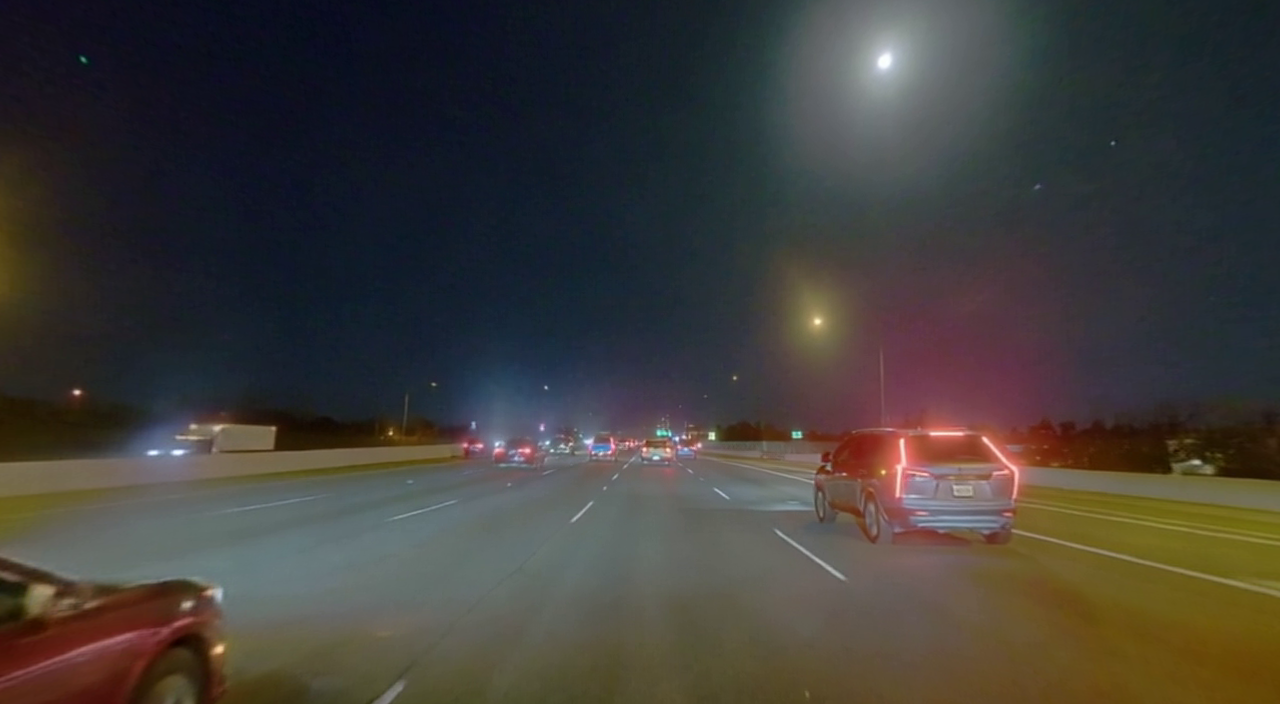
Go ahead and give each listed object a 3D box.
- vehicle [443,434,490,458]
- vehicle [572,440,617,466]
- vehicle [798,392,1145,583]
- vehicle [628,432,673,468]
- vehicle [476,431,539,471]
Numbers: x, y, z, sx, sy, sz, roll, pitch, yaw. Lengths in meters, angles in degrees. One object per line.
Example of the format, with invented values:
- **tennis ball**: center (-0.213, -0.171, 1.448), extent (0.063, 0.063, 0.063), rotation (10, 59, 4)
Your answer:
- **vehicle**: center (-12.963, 7.091, 47.495), extent (2.076, 1.701, 5.093), rotation (0, -8, 0)
- **vehicle**: center (-2.525, 5.768, 36.246), extent (2.205, 1.406, 4.286), rotation (0, -8, 1)
- **vehicle**: center (3.784, 1.638, 8.456), extent (2.083, 1.823, 4.627), rotation (0, -8, 0)
- **vehicle**: center (0.561, 5.030, 32.445), extent (2.133, 1.739, 3.925), rotation (0, -8, 1)
- **vehicle**: center (-5.985, 4.518, 29.020), extent (1.946, 1.688, 4.019), rotation (0, -8, 1)
